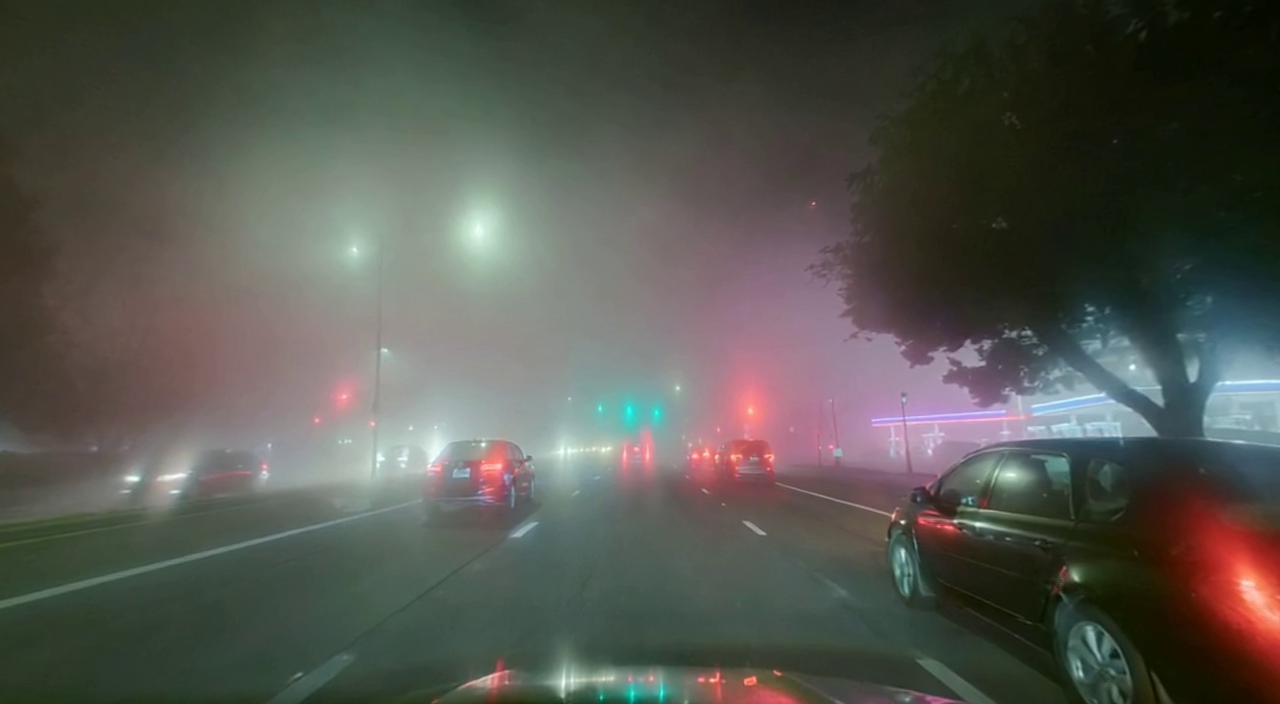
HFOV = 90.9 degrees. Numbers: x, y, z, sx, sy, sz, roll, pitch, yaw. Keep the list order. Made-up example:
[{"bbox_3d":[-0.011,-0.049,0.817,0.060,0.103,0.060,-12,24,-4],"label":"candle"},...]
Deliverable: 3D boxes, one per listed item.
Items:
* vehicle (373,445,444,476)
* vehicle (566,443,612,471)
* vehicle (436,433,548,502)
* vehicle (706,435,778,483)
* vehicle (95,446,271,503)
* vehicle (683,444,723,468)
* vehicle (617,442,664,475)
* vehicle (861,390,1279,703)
[{"bbox_3d":[-12.150,5.679,33.397,2.013,1.501,4.484,0,-8,1],"label":"vehicle"},{"bbox_3d":[-2.872,5.994,36.139,2.192,1.463,4.211,0,-8,1],"label":"vehicle"},{"bbox_3d":[-3.817,3.039,17.050,2.023,1.607,4.086,0,-8,0],"label":"vehicle"},{"bbox_3d":[3.805,4.055,24.189,2.022,1.683,4.171,0,-8,0],"label":"vehicle"},{"bbox_3d":[-13.030,3.470,18.371,2.012,1.458,4.134,0,-8,0],"label":"vehicle"},{"bbox_3d":[4.043,6.749,41.052,2.174,1.462,4.400,0,-8,0],"label":"vehicle"},{"bbox_3d":[0.011,5.130,30.616,2.104,1.477,4.591,0,-8,0],"label":"vehicle"},{"bbox_3d":[3.423,1.182,4.306,2.038,1.499,4.868,0,-8,0],"label":"vehicle"}]
